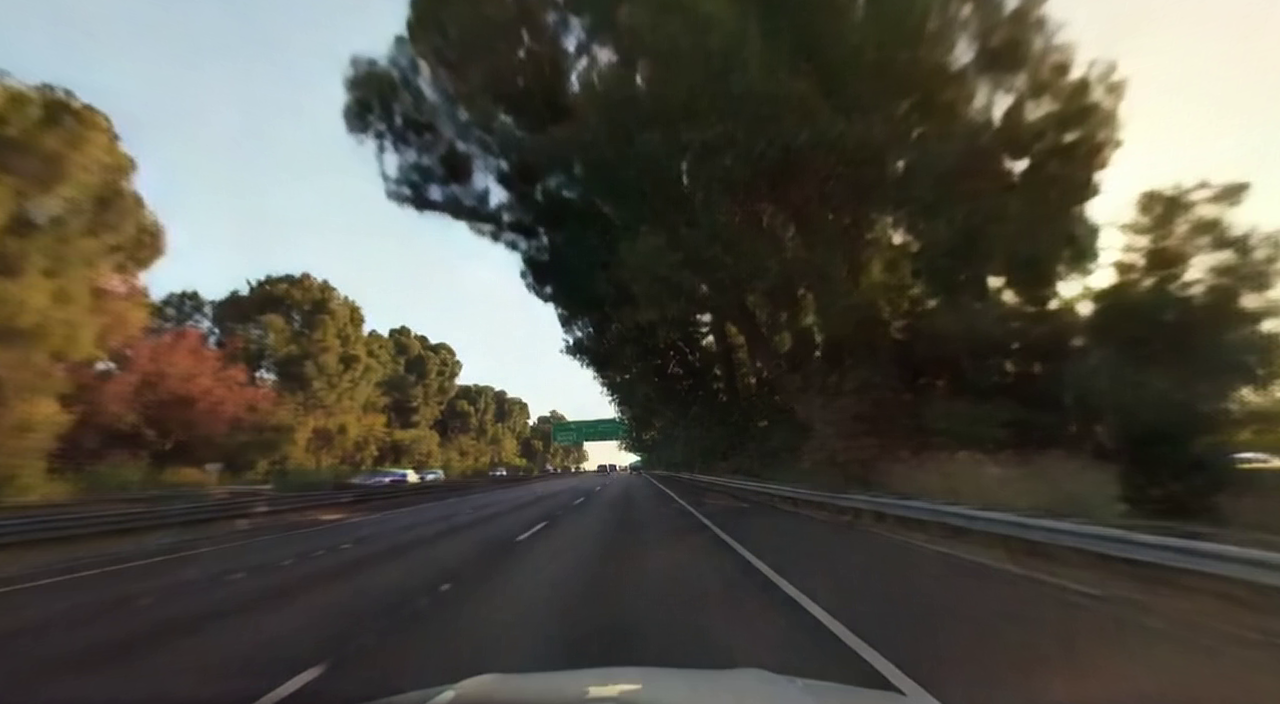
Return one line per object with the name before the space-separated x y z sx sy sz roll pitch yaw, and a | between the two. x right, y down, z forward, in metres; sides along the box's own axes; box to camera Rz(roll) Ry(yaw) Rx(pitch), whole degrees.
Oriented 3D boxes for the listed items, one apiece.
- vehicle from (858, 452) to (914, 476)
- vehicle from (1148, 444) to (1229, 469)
vehicle | 16.823 7.731 43.363 1.973 1.540 3.978 2 -11 -5
vehicle | 34.420 6.576 39.548 3.754 1.470 1.803 3 -11 -12
